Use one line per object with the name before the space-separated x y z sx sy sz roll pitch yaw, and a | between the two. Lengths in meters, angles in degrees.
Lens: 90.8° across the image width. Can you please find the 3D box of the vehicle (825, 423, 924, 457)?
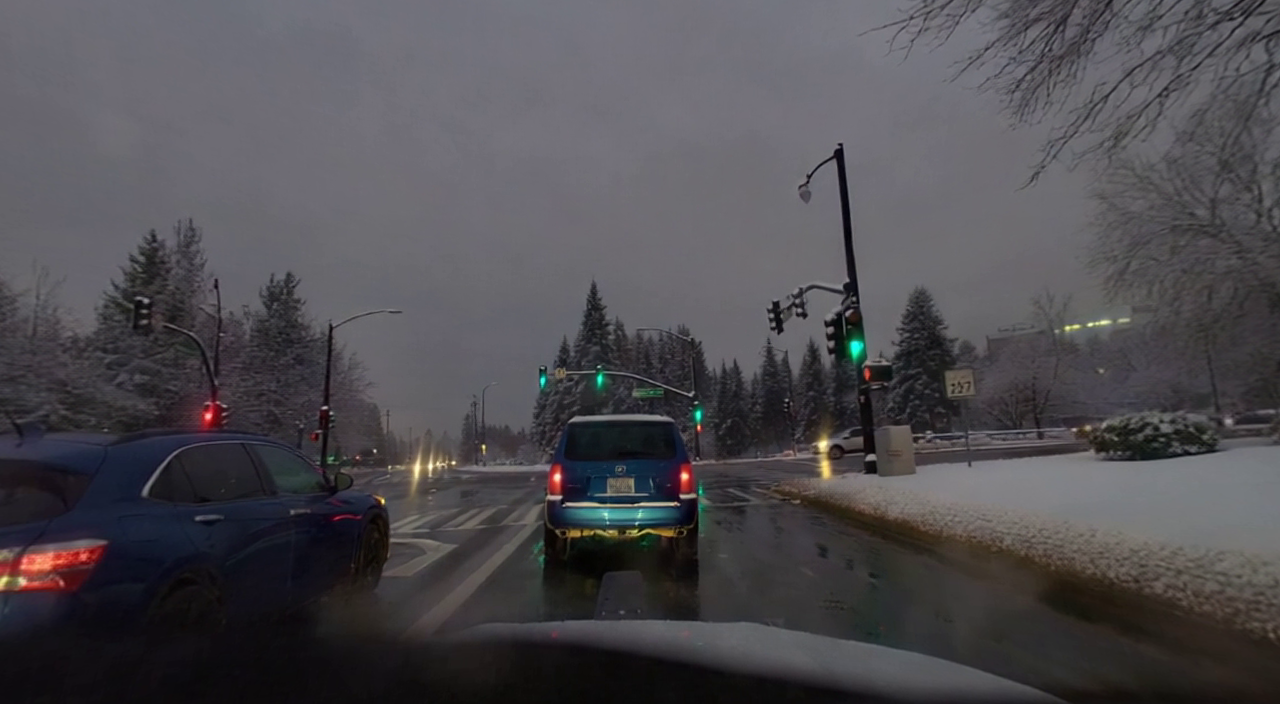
vehicle | 13.051 4.910 35.197 4.872 1.806 2.107 3 -9 -20

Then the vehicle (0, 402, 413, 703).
vehicle | -3.374 1.264 4.554 2.011 1.527 4.008 0 -8 -1

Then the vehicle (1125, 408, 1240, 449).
vehicle | 29.383 4.129 34.243 5.215 1.967 2.392 1 -8 -22

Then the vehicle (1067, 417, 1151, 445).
vehicle | 27.736 4.693 37.386 3.830 1.545 2.006 3 -9 -18

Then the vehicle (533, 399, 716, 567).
vehicle | -0.176 1.796 9.343 2.059 1.877 4.249 0 -8 0
